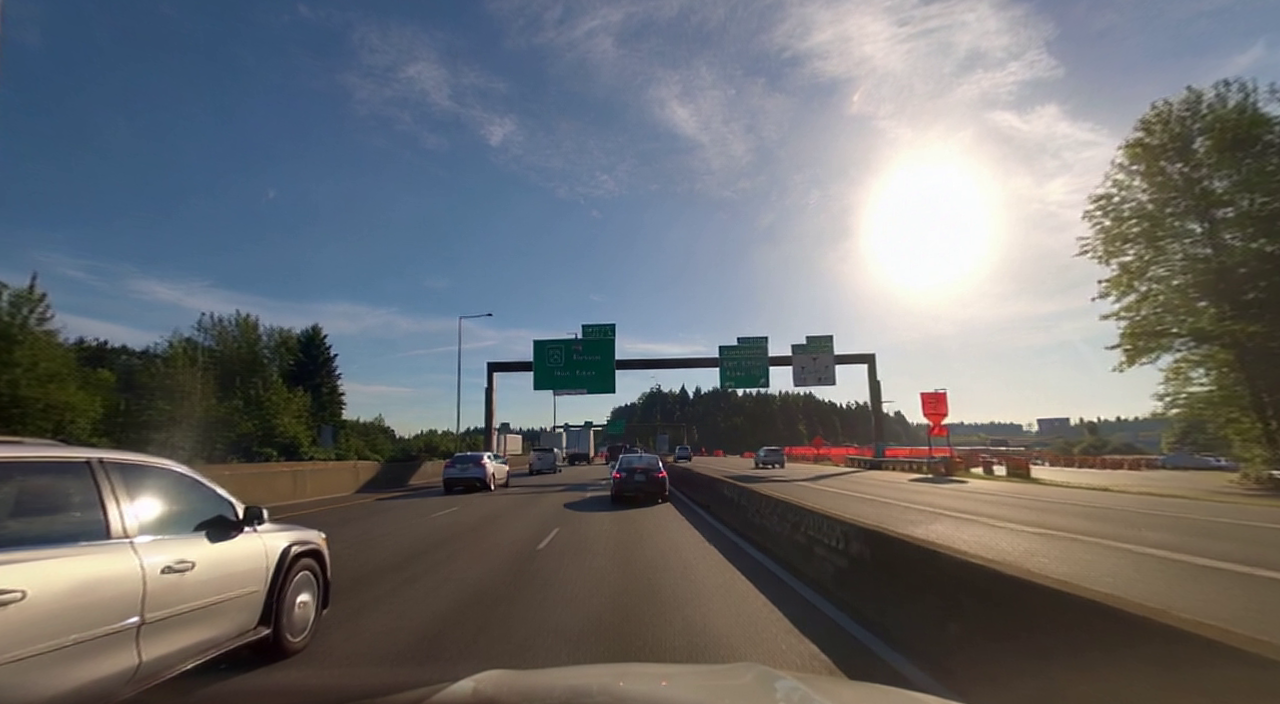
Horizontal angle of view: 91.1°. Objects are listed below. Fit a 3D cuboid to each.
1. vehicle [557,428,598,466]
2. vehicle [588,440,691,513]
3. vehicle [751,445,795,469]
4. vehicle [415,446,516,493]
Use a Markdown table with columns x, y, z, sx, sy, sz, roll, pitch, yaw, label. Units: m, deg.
| x | y | z | sx | sy | sz | roll | pitch | yaw | label |
| --- | --- | --- | --- | --- | --- | --- | --- | --- | --- |
| -4.511 | 7.048 | 46.573 | 2.326 | 2.645 | 6.249 | 0 | -9 | 1 | vehicle |
| -0.050 | 2.807 | 14.614 | 2.080 | 1.451 | 3.512 | 0 | -9 | -1 | vehicle |
| 8.499 | 6.734 | 40.494 | 1.871 | 1.460 | 3.754 | 0 | -9 | -2 | vehicle |
| -5.706 | 3.885 | 21.158 | 2.063 | 1.417 | 4.000 | -1 | -9 | 3 | vehicle |
